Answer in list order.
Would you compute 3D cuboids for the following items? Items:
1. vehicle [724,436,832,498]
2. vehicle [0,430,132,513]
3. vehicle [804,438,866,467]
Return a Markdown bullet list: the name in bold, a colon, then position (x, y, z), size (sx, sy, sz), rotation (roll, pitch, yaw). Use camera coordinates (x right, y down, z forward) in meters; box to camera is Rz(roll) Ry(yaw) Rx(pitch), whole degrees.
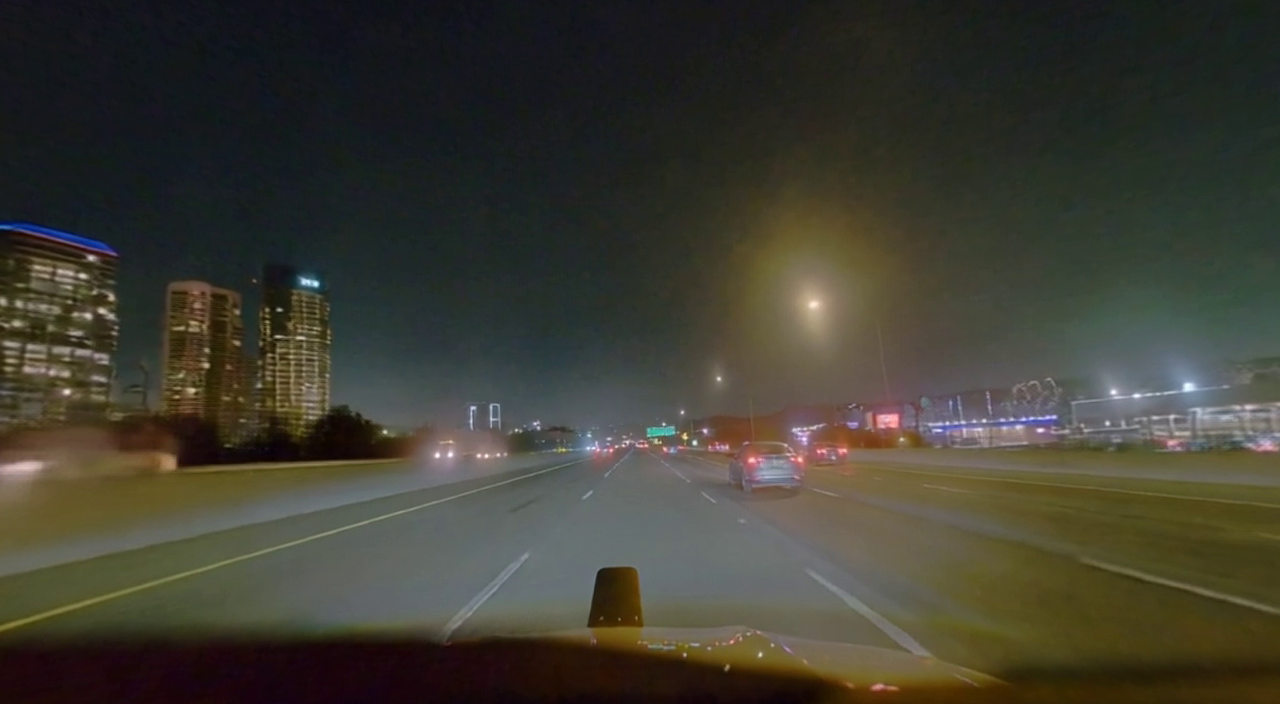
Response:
- **vehicle**: position (3.641, 3.112, 17.491), size (1.961, 1.504, 4.094), rotation (0, -8, -1)
- **vehicle**: position (-21.999, 4.208, 22.713), size (2.474, 2.645, 5.819), rotation (0, -8, 0)
- **vehicle**: position (10.834, 5.621, 35.424), size (2.019, 1.529, 4.385), rotation (0, -8, -1)
